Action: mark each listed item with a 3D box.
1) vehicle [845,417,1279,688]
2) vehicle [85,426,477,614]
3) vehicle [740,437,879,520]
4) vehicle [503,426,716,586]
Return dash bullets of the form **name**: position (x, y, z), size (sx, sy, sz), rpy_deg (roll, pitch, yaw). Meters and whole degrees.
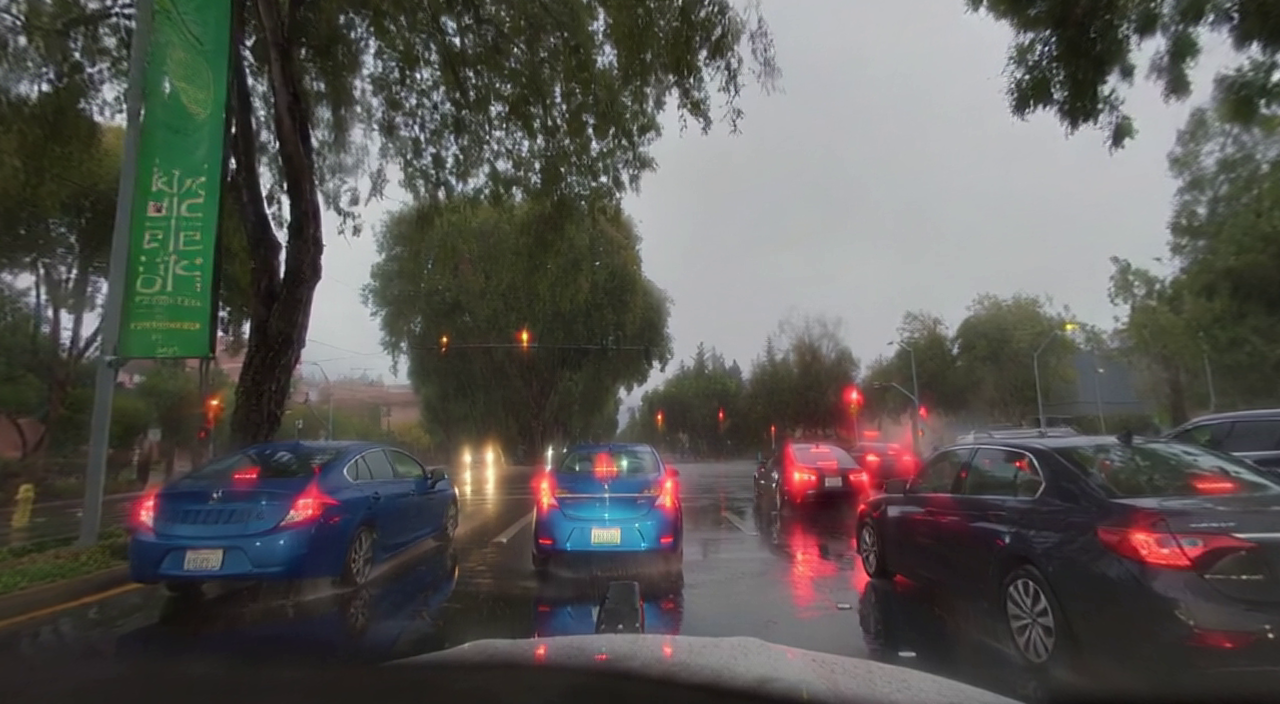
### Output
- **vehicle**: position (3.598, 1.439, 5.761), size (1.953, 1.471, 4.470), rpy_deg (0, -9, 0)
- **vehicle**: position (-3.362, 1.638, 7.081), size (1.929, 1.457, 4.136), rpy_deg (0, -9, 0)
- **vehicle**: position (3.397, 2.610, 13.489), size (1.852, 1.498, 3.825), rpy_deg (0, -9, -1)
- **vehicle**: position (-0.311, 1.729, 7.823), size (1.994, 1.479, 3.647), rpy_deg (0, -9, -1)
